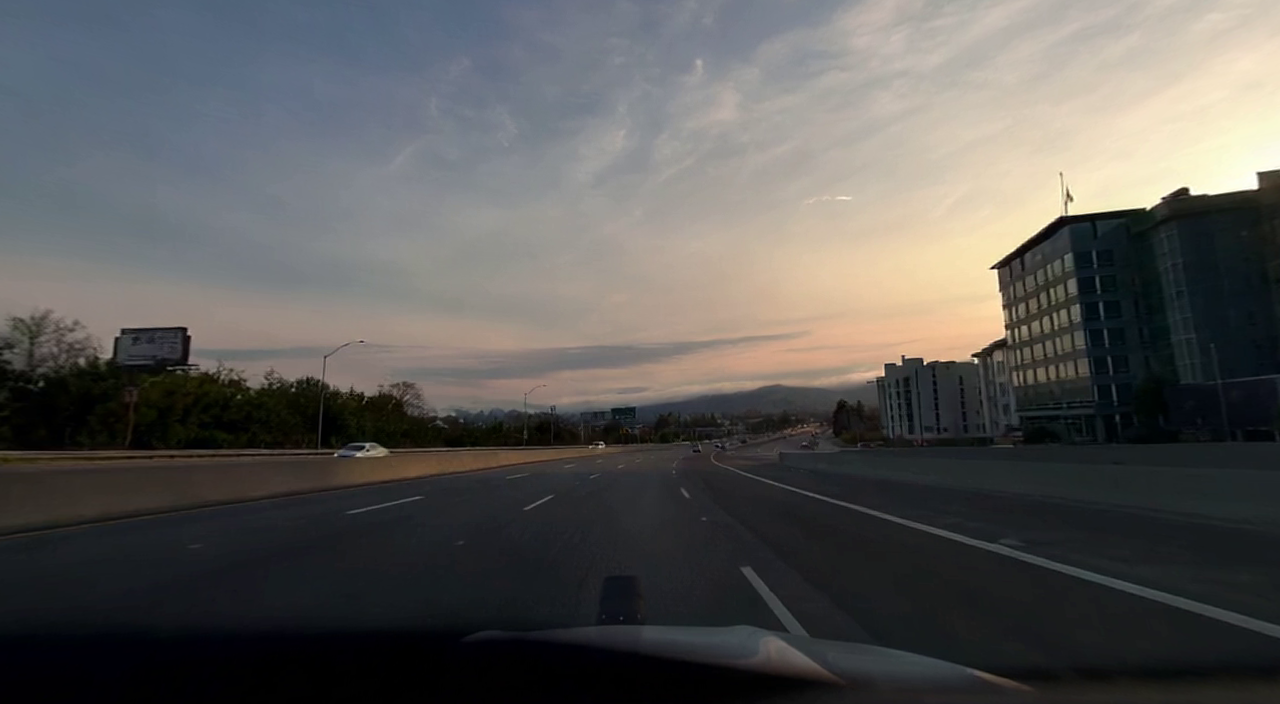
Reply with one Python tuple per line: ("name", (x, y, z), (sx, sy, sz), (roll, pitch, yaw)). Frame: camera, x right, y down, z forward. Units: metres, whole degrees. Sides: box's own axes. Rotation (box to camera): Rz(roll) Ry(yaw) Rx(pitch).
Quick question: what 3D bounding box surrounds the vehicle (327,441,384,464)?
("vehicle", (-22.119, 7.850, 49.378), (2.120, 1.702, 4.469), (-1, -9, 4))
